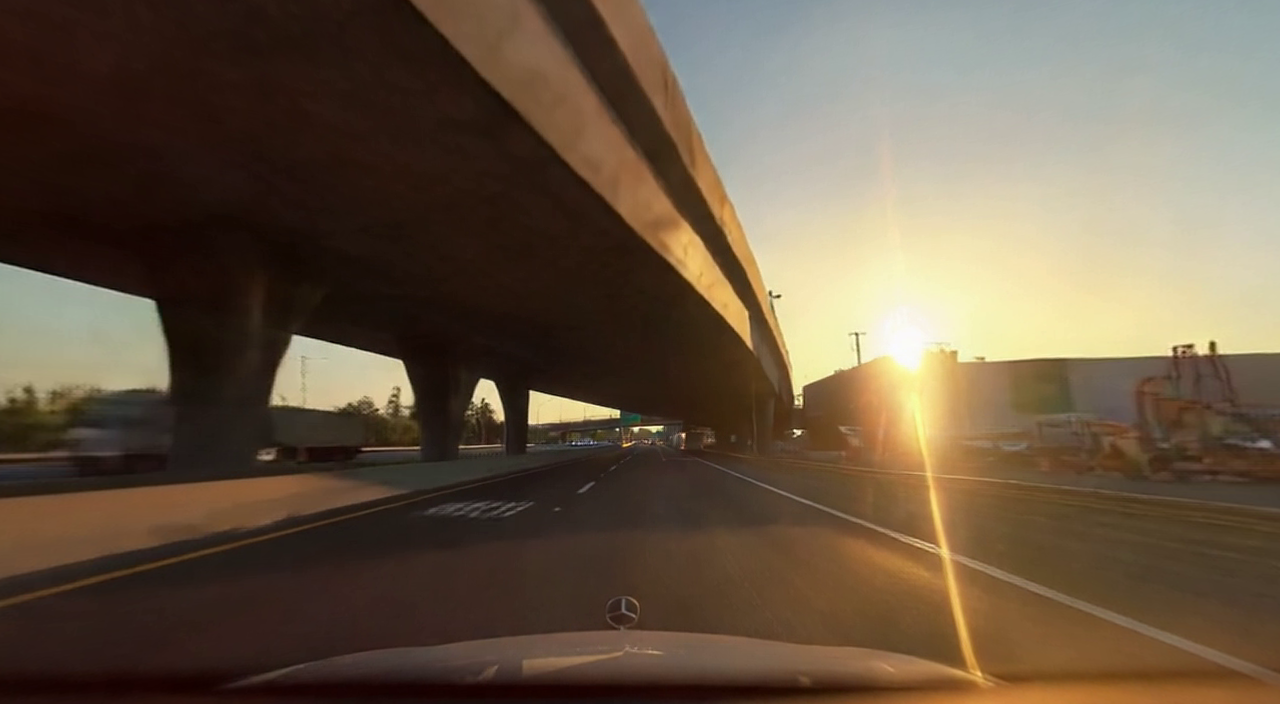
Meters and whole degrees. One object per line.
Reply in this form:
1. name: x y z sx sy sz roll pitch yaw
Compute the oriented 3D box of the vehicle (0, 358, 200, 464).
1. vehicle: -24.668 2.438 24.865 2.859 3.828 16.484 0 -9 -1
